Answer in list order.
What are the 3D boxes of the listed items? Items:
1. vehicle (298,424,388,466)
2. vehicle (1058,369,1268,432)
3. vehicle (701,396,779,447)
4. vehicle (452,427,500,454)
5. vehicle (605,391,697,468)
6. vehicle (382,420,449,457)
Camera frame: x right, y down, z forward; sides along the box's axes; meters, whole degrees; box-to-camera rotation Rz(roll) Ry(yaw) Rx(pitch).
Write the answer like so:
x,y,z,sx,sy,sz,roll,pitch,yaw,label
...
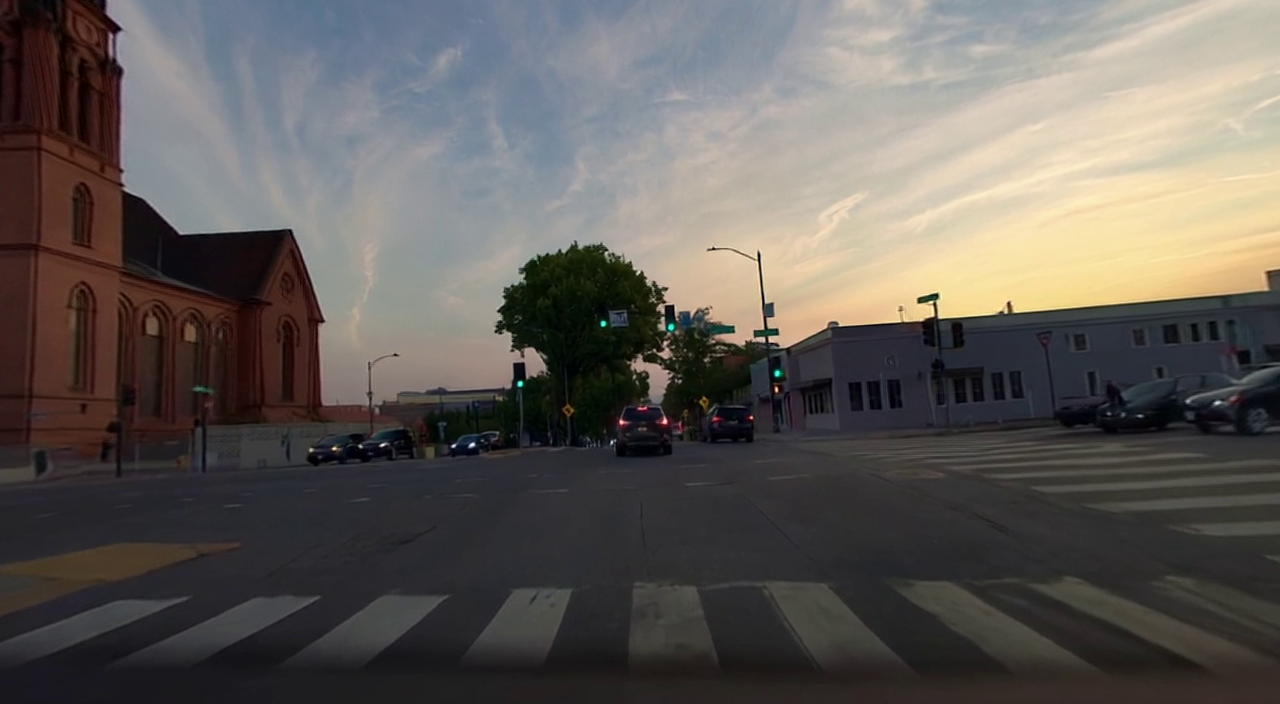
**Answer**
x,y,z,sx,sy,sz,roll,pitch,yaw,label
-14.967,4.735,32.289,1.969,1.896,5.404,1,-8,0,vehicle
15.700,1.485,19.173,4.488,1.475,2.083,-4,-5,-1,vehicle
3.673,2.682,24.055,2.080,1.735,4.650,0,-7,-2,vehicle
-11.451,6.237,44.372,2.170,1.746,4.565,0,-8,0,vehicle
0.183,2.014,16.983,2.168,1.776,4.135,0,-5,-2,vehicle
-11.963,4.675,33.978,2.069,1.790,4.358,-1,-9,-1,vehicle
